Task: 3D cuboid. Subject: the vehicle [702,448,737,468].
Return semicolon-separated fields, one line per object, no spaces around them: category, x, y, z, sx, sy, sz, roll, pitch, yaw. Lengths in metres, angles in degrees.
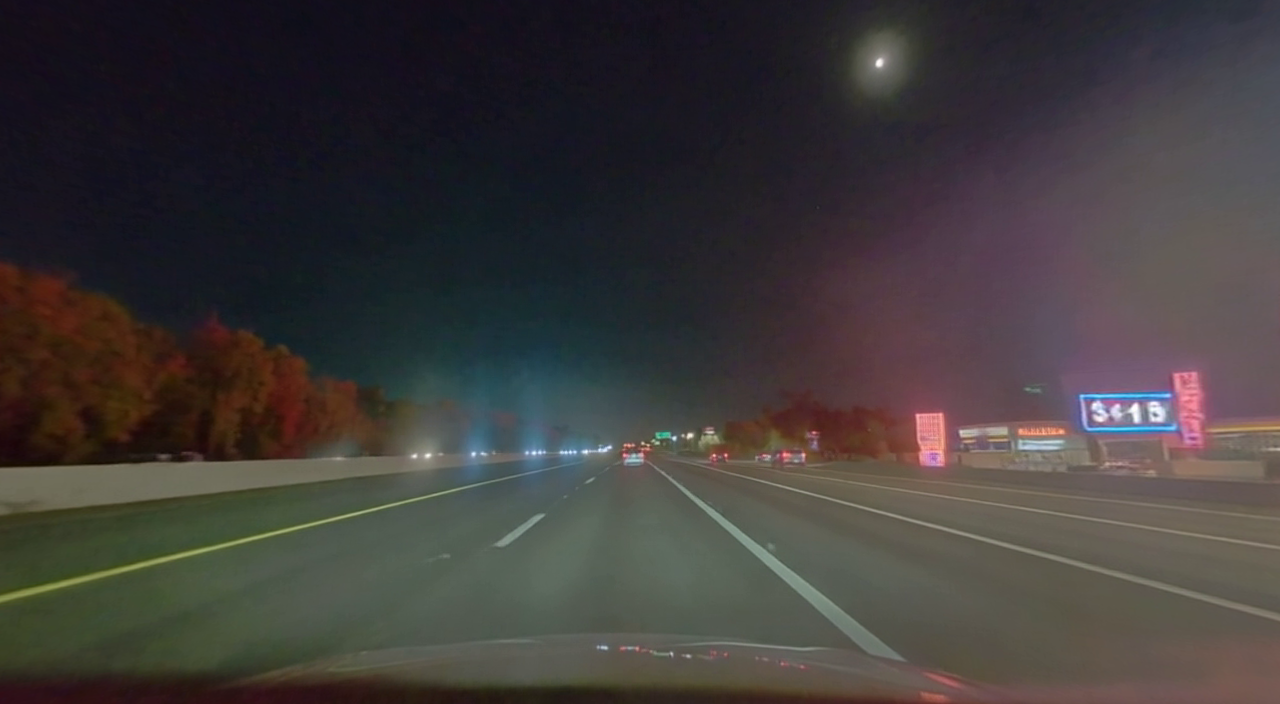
vehicle;6.161;8.269;49.618;1.976;1.477;4.448;0;-9;-2

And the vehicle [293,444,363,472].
vehicle;-19.332;6.551;39.364;2.004;1.635;4.865;0;-9;-2

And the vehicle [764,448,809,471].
vehicle;10.085;7.412;43.907;1.953;1.473;4.512;0;-9;-2

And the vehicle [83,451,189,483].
vehicle;-26.598;6.065;33.590;1.926;1.522;4.600;0;-9;-2
